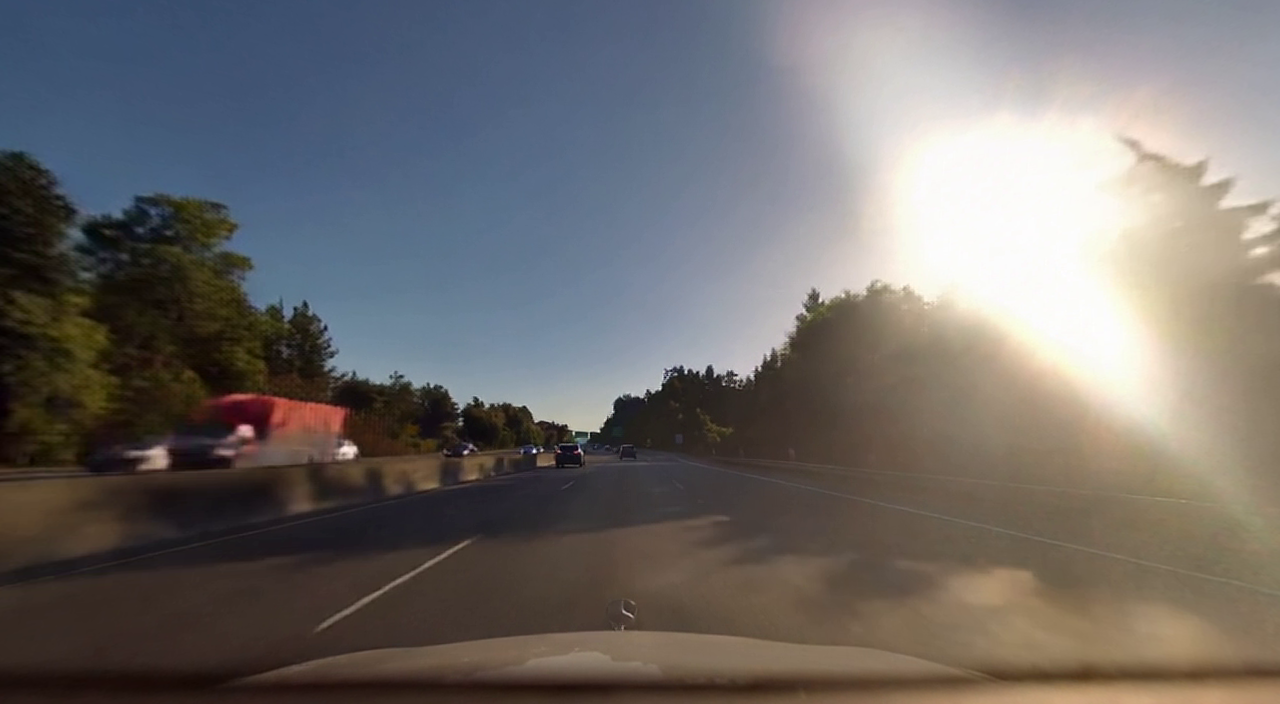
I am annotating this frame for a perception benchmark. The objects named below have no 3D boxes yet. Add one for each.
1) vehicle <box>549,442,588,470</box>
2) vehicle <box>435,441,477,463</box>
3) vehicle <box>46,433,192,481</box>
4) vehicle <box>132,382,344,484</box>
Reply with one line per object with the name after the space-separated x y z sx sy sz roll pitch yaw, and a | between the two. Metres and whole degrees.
-4.569 6.747 40.644 2.098 1.692 4.038 0 -9 -1 | vehicle
-13.382 7.316 45.737 1.842 1.495 3.909 0 -9 0 | vehicle
-18.085 3.677 22.039 1.825 1.500 3.914 0 -9 -2 | vehicle
-12.879 2.810 21.106 2.343 2.825 7.354 0 -9 -1 | vehicle
